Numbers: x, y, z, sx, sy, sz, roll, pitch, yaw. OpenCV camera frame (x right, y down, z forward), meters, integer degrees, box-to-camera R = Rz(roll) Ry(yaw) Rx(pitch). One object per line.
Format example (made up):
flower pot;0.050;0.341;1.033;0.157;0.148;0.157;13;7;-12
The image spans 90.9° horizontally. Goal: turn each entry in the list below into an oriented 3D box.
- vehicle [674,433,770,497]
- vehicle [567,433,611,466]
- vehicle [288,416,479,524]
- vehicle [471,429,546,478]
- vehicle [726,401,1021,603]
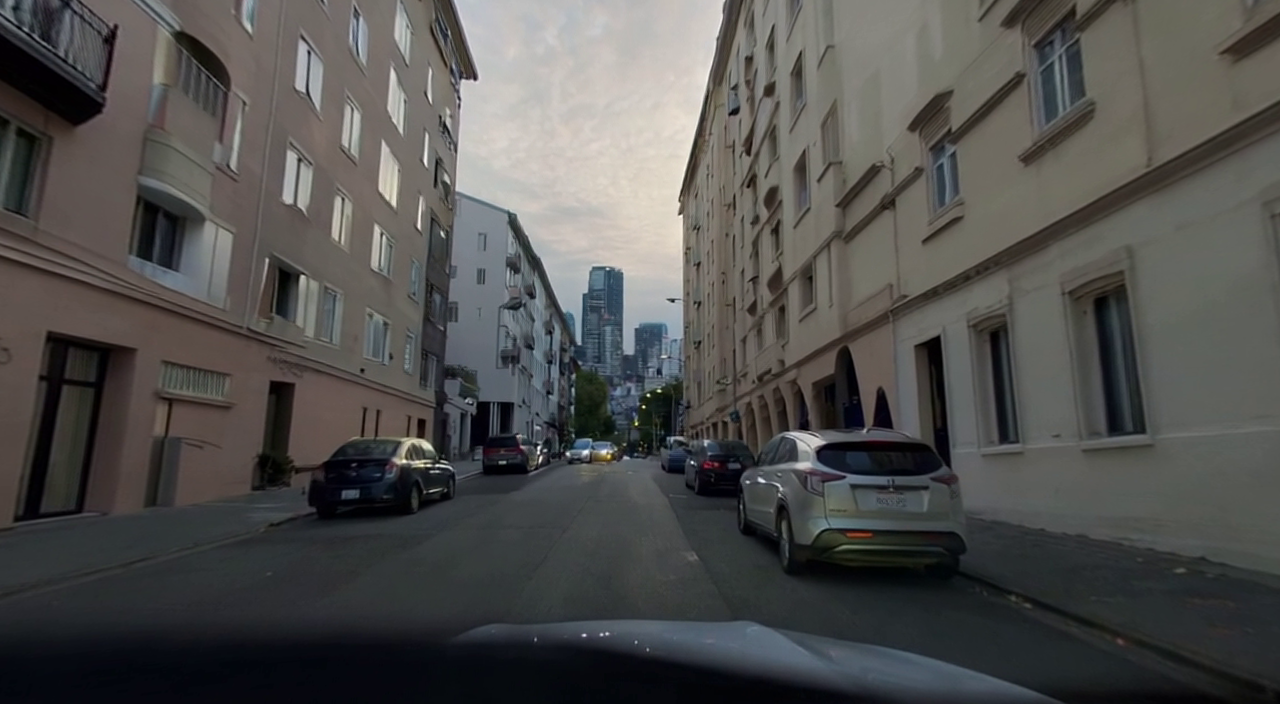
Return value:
vehicle;1.992;2.877;16.586;1.786;1.447;4.314;0;-8;-2
vehicle;-2.455;4.789;31.127;1.845;1.544;3.388;0;-8;0
vehicle;-4.549;2.199;12.041;1.883;1.499;4.426;6;-10;-3
vehicle;-4.834;3.808;23.729;1.942;1.521;3.761;5;-9;0
vehicle;2.235;1.524;7.313;1.839;1.678;3.918;0;-8;-1
